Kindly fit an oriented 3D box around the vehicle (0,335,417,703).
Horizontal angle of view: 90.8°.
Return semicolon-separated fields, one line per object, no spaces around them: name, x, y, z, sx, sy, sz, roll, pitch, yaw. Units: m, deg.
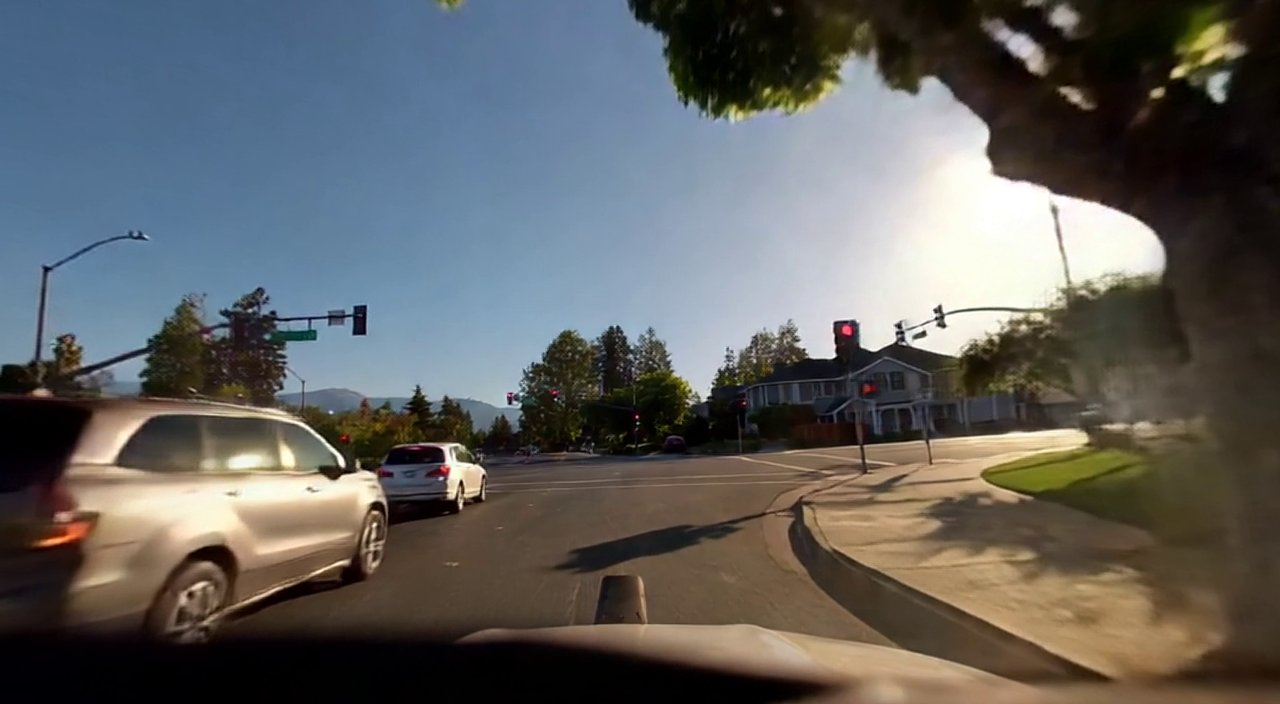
vehicle;-3.617;1.167;5.188;2.041;1.834;4.679;0;-9;-3

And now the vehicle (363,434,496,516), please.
vehicle;-4.447;2.620;13.980;1.777;1.537;3.831;0;-9;-3
